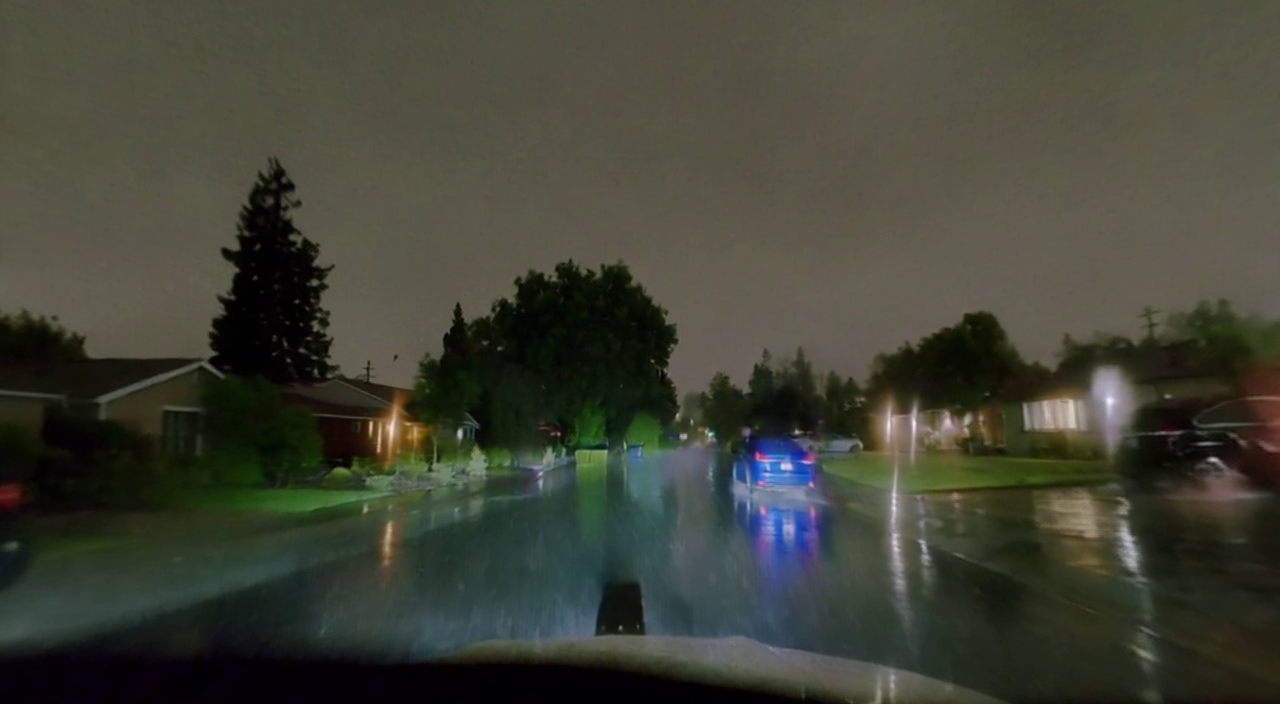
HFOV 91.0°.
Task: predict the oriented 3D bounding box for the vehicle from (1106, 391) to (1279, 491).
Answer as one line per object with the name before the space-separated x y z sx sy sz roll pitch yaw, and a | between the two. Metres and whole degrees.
vehicle | 11.717 1.661 11.764 4.345 1.720 1.935 0 -8 2

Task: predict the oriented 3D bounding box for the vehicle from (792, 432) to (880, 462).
vehicle | 11.843 5.782 38.253 4.710 1.512 1.894 -4 -9 3

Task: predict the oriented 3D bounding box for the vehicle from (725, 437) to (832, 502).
vehicle | 3.510 3.061 16.823 2.006 1.494 4.211 0 -9 1
